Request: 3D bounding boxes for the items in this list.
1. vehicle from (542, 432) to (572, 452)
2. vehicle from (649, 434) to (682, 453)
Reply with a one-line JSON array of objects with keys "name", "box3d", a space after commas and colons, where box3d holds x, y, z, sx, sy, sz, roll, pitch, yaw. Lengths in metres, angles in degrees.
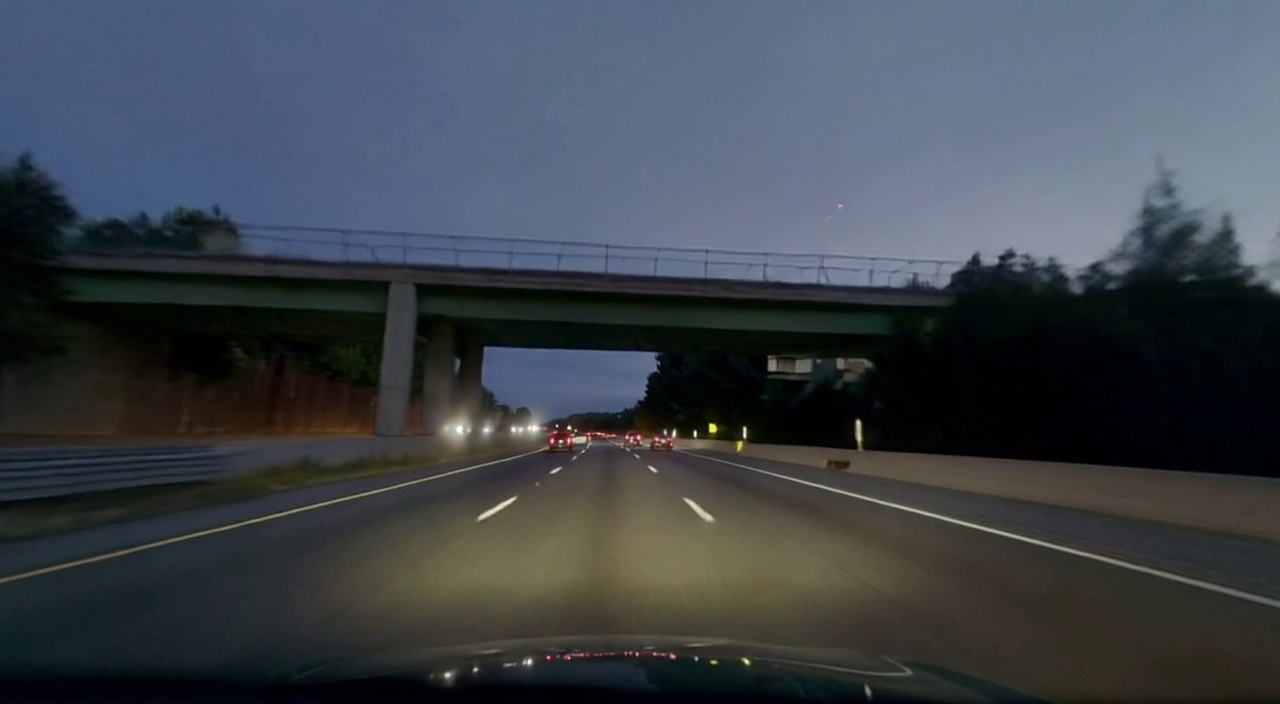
[{"name": "vehicle", "box3d": [-6.320, 6.877, 48.134, 1.966, 1.460, 3.519, 0, -8, -2]}, {"name": "vehicle", "box3d": [1.774, 6.486, 44.722, 1.999, 1.329, 3.913, 1, -8, -3]}]
